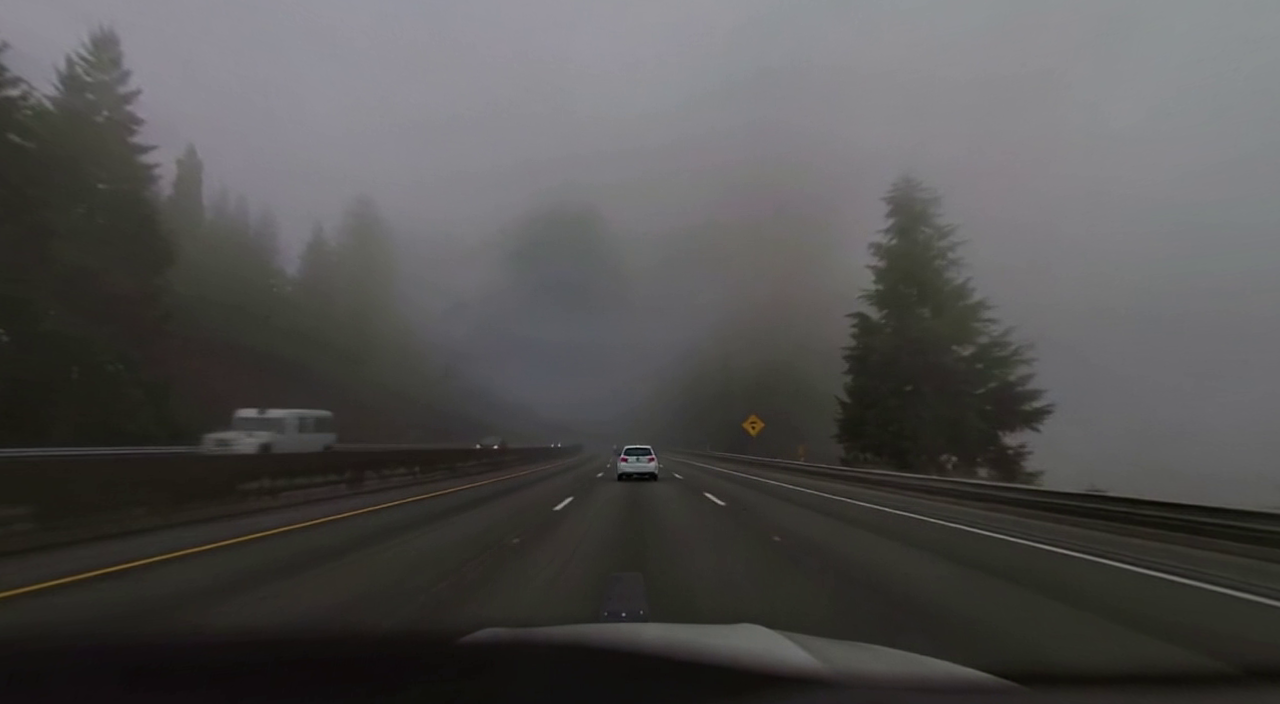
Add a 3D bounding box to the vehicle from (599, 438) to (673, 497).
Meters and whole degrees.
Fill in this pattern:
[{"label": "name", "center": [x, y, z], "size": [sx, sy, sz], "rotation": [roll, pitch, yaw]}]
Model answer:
[{"label": "vehicle", "center": [-0.126, 3.456, 19.207], "size": [2.011, 1.590, 3.607], "rotation": [0, -9, -1]}]
